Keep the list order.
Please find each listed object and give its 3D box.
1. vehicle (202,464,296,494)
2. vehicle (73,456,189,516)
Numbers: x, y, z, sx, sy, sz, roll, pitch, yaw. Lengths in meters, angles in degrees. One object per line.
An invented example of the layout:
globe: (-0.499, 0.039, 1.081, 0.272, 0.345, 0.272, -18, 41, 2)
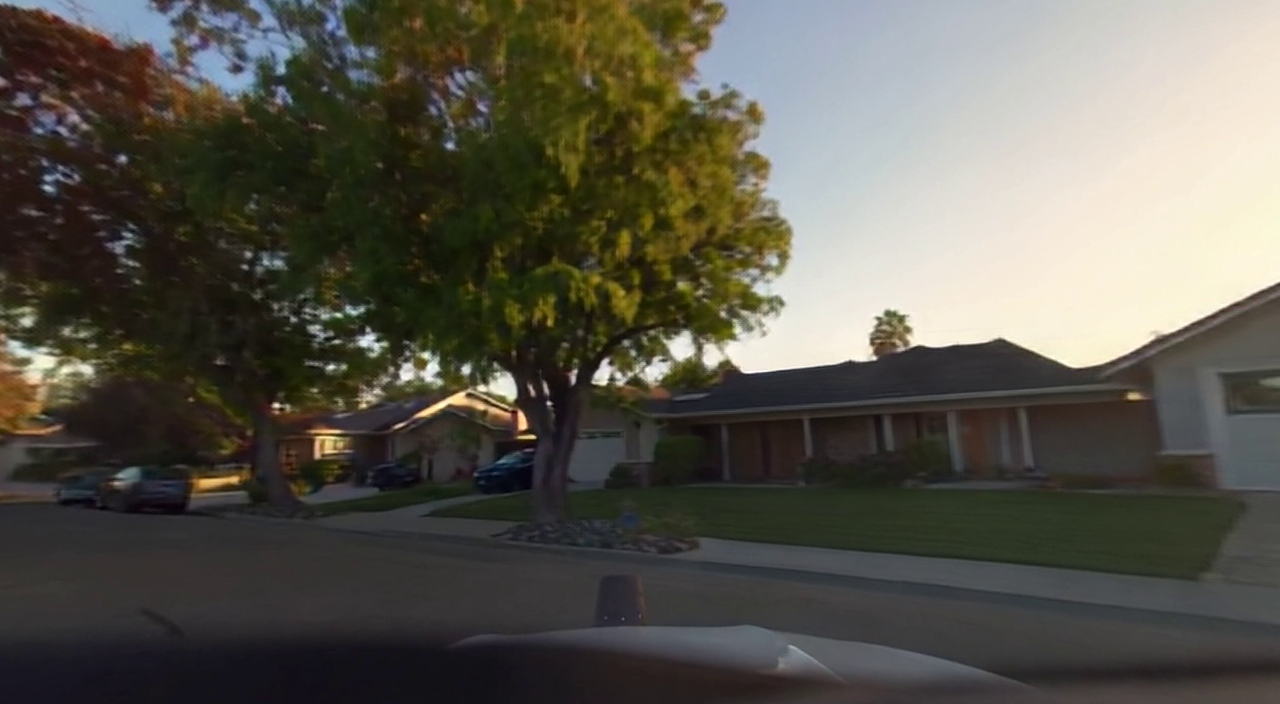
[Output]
vehicle: (-22.554, 7.287, 36.282, 4.457, 1.510, 1.762, 6, -10, -34)
vehicle: (-17.751, 4.556, 21.827, 4.591, 1.760, 2.163, -7, -11, 40)
